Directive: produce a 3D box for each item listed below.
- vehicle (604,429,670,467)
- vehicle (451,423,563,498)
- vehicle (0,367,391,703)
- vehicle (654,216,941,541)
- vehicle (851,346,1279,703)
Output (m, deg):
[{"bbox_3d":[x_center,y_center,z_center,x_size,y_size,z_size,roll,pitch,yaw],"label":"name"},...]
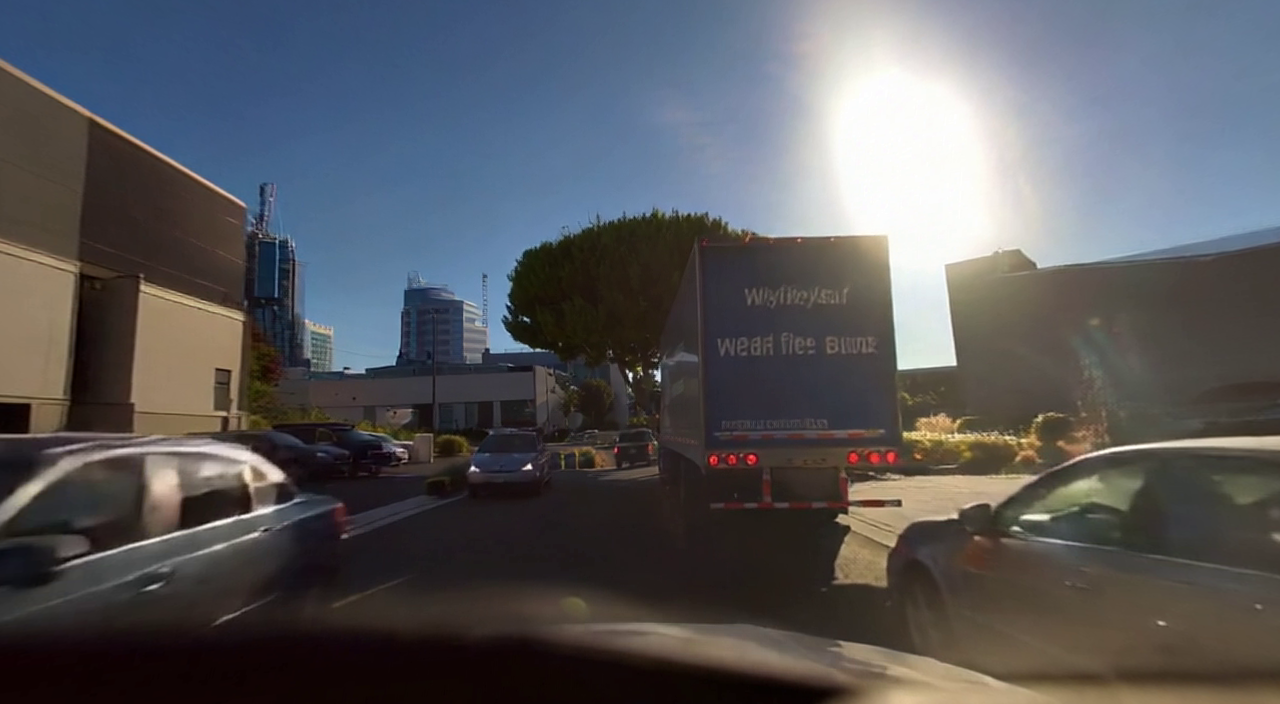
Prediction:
[{"bbox_3d":[-0.051,4.096,27.123,2.160,1.498,3.909,-1,-8,10],"label":"vehicle"},{"bbox_3d":[-2.924,2.452,14.710,1.780,1.488,4.043,0,-8,-1],"label":"vehicle"},{"bbox_3d":[-2.738,0.882,2.238,2.033,1.508,4.298,0,-8,-1],"label":"vehicle"},{"bbox_3d":[2.097,1.254,15.150,2.865,4.113,14.471,0,-8,-1],"label":"vehicle"},{"bbox_3d":[2.423,0.880,2.394,1.866,1.531,3.579,0,-8,-2],"label":"vehicle"}]
